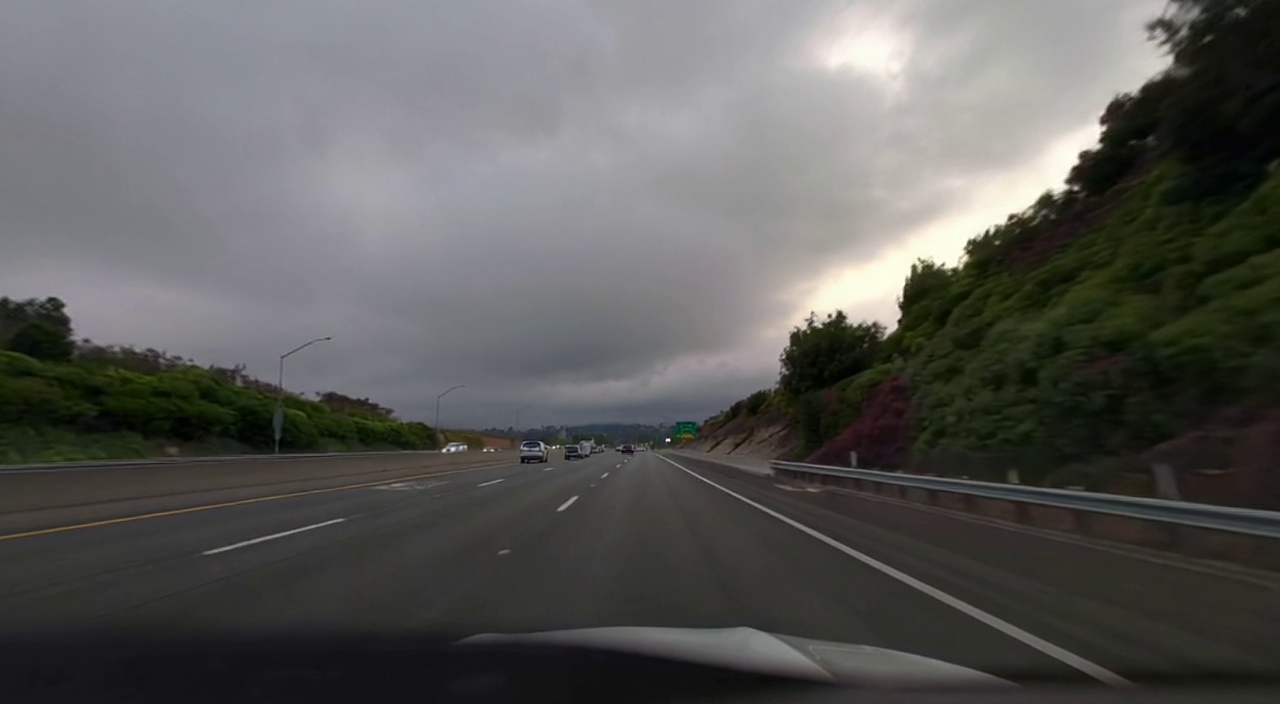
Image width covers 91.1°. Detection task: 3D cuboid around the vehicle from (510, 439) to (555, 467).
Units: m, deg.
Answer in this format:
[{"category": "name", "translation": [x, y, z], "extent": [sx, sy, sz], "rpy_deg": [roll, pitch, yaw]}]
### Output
[{"category": "vehicle", "translation": [-6.666, 6.297, 39.381], "extent": [1.972, 1.660, 4.254], "rpy_deg": [0, -8, 0]}]
